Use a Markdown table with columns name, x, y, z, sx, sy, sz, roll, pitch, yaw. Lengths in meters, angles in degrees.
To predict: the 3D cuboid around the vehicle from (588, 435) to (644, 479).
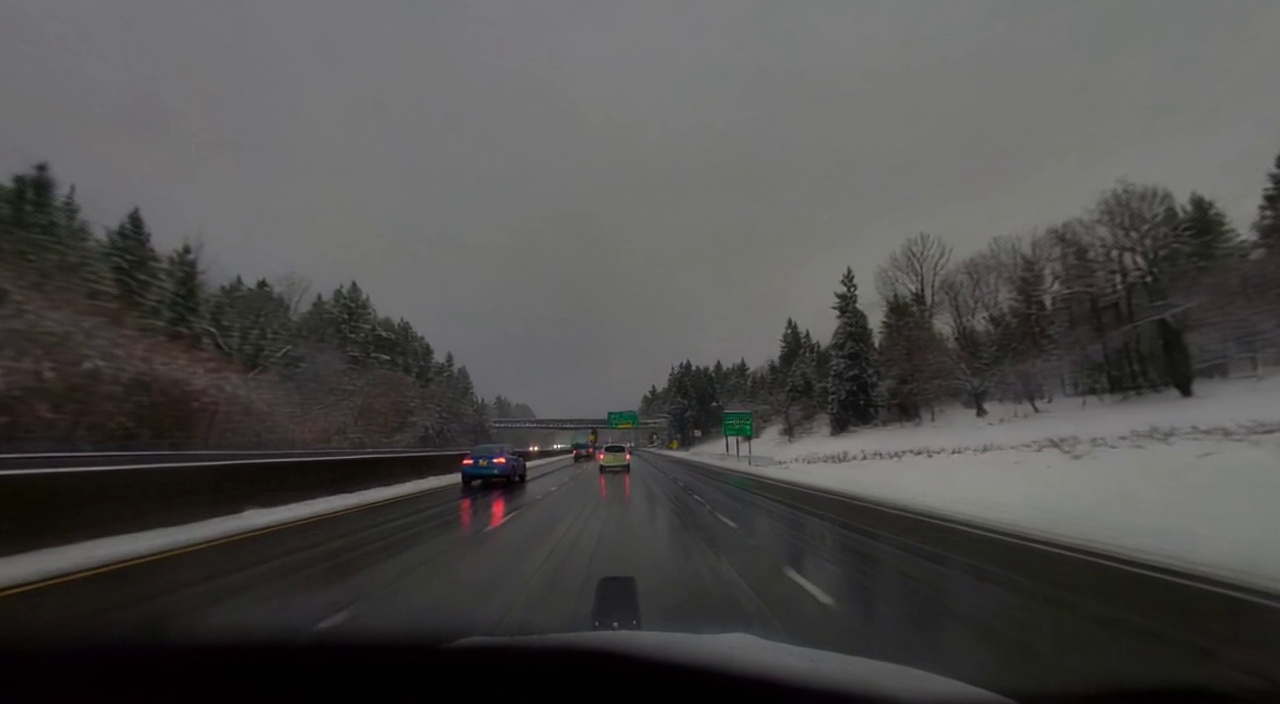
| name | x | y | z | sx | sy | sz | roll | pitch | yaw |
| --- | --- | --- | --- | --- | --- | --- | --- | --- | --- |
| vehicle | -1.023 | 4.479 | 27.013 | 2.220 | 1.711 | 4.056 | 0 | -9 | -2 |

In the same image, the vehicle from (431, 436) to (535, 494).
| name | x | y | z | sx | sy | sz | roll | pitch | yaw |
| --- | --- | --- | --- | --- | --- | --- | --- | --- | --- |
| vehicle | -4.824 | 3.554 | 20.043 | 2.103 | 1.588 | 4.709 | -1 | -9 | 0 |
